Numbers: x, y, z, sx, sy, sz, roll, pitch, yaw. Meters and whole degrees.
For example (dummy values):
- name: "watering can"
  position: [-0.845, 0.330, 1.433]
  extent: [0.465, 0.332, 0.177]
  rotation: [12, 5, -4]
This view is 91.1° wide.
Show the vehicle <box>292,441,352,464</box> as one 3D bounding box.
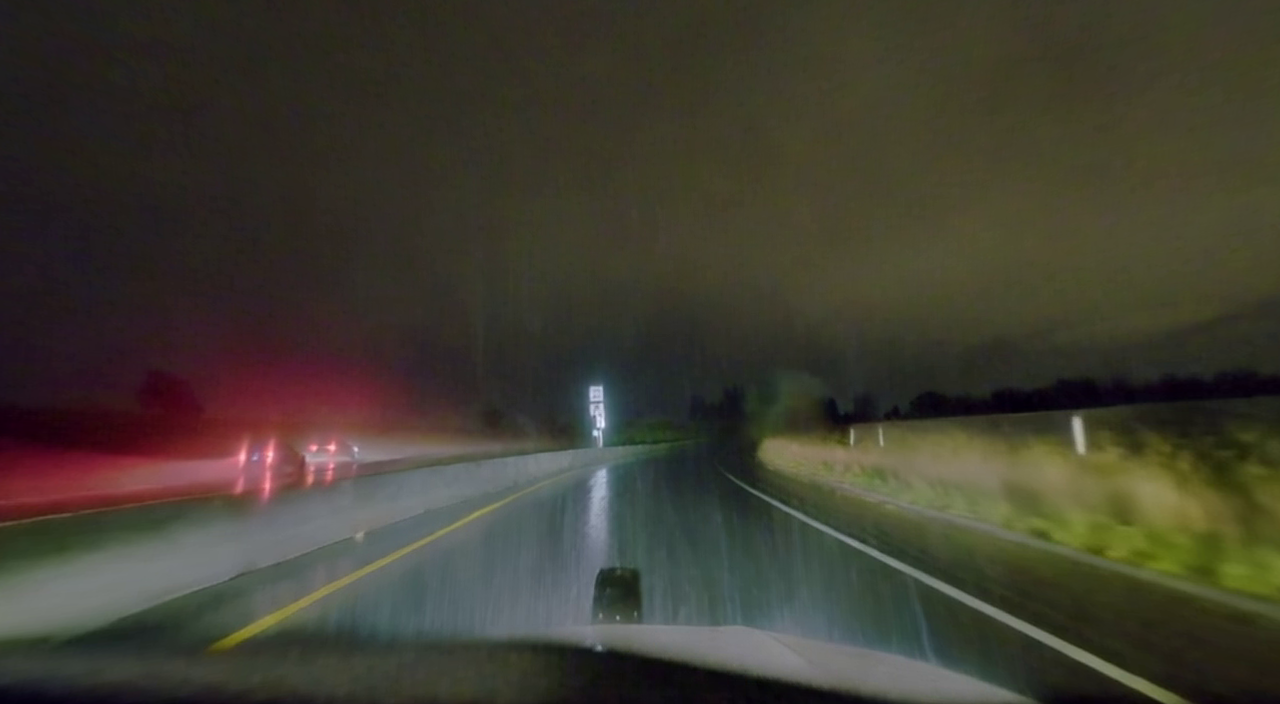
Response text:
- name: "vehicle"
  position: [-21.672, 6.851, 43.105]
  extent: [1.880, 1.509, 4.775]
  rotation: [0, -8, -4]

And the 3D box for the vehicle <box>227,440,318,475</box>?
- name: "vehicle"
  position: [-16.787, 4.806, 28.968]
  extent: [1.895, 1.451, 4.168]
  rotation: [0, -8, -4]
